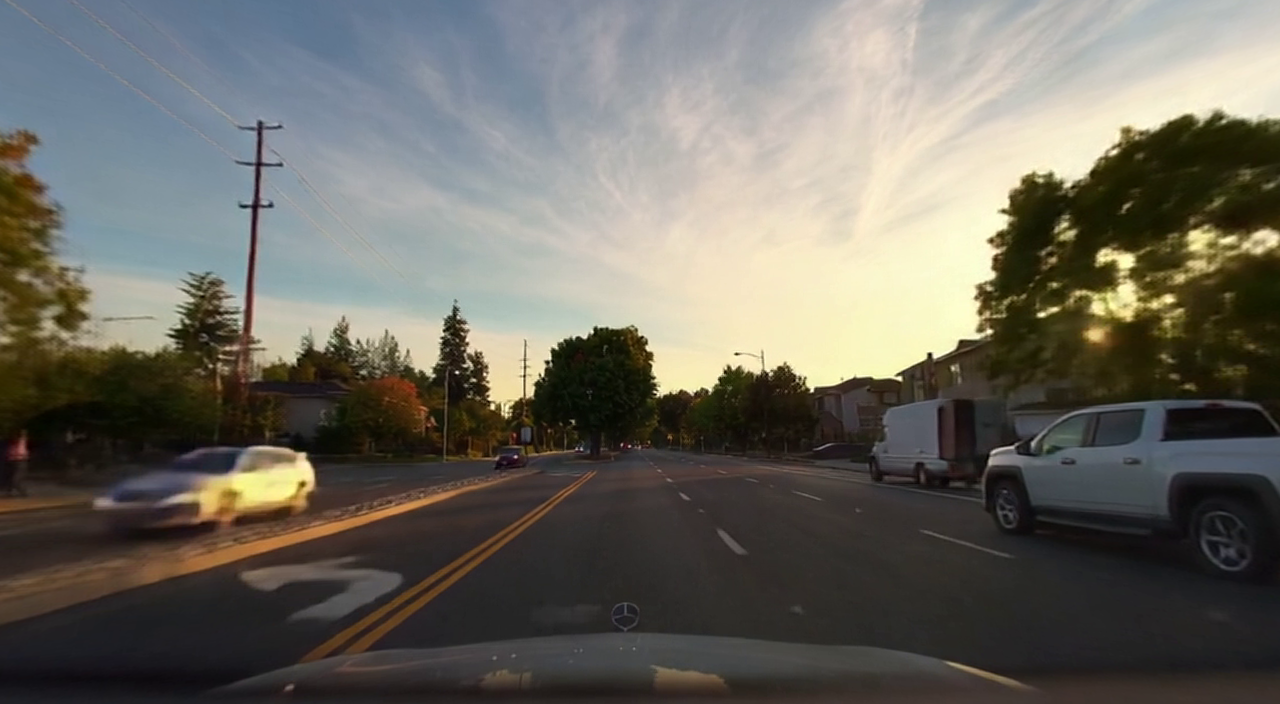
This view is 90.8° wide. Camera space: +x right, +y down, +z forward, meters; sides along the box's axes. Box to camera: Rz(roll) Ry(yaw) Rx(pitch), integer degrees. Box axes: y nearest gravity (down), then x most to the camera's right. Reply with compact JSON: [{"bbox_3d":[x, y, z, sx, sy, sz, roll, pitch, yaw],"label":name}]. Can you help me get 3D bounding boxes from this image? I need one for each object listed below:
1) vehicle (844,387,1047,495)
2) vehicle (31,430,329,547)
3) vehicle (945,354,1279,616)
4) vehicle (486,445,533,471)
[{"bbox_3d":[10.133,3.153,22.357,2.842,2.993,8.104,-3,-8,-2],"label":"vehicle"},{"bbox_3d":[-8.479,2.519,12.451,2.189,1.816,4.819,0,-9,0],"label":"vehicle"},{"bbox_3d":[6.066,1.307,6.788,2.493,1.956,6.125,0,-9,0],"label":"vehicle"},{"bbox_3d":[-8.673,7.085,42.362,2.140,1.609,4.460,0,-9,1],"label":"vehicle"}]
